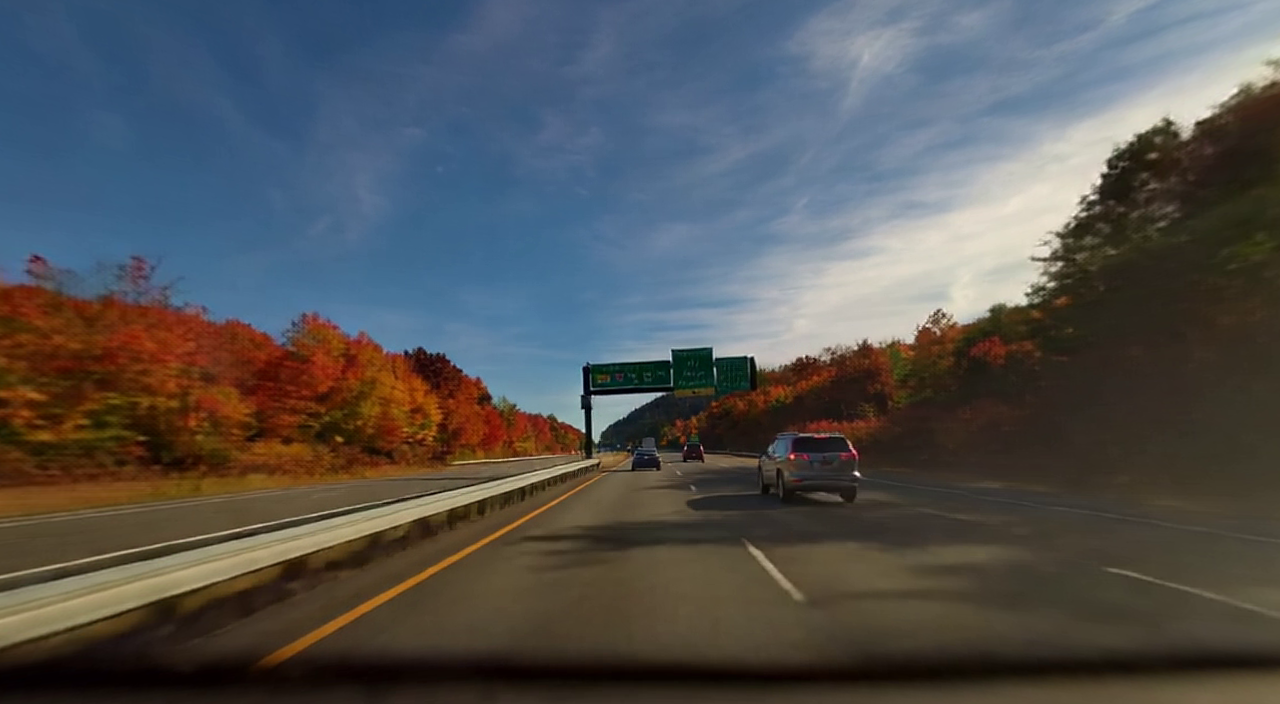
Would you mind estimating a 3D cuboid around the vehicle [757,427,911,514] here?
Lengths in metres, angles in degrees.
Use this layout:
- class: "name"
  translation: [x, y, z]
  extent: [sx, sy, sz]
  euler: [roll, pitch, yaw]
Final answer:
- class: "vehicle"
  translation: [4.317, 2.721, 14.863]
  extent: [2.250, 1.718, 4.358]
  euler: [0, -9, 0]

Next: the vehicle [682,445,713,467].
- class: "vehicle"
  translation: [4.284, 7.815, 47.328]
  extent: [1.959, 1.528, 4.207]
  euler: [0, -9, 0]

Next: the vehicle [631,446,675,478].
- class: "vehicle"
  translation: [0.602, 5.339, 30.682]
  extent: [2.037, 1.418, 3.793]
  euler: [0, -9, 0]
